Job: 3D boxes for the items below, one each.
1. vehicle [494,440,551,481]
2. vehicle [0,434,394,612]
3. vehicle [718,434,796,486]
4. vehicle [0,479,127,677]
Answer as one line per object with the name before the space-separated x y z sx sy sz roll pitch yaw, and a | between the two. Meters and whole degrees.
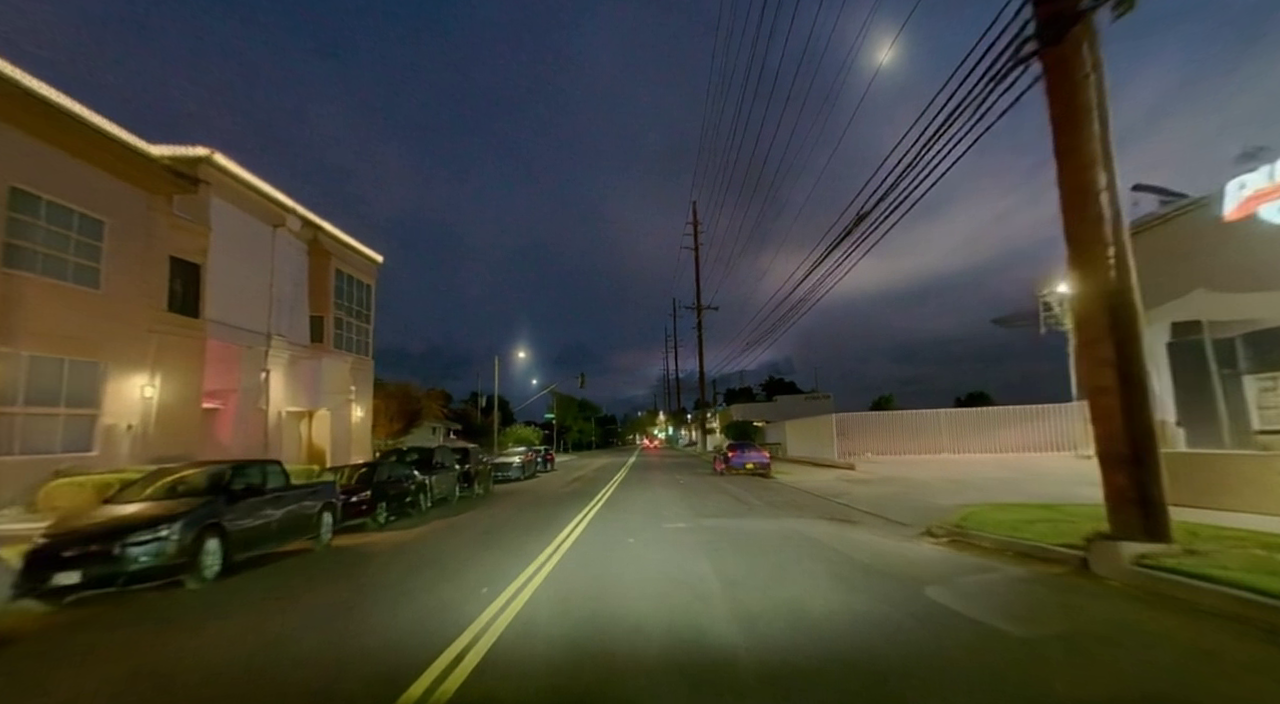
vehicle | -5.841 5.453 31.973 2.126 1.864 4.831 0 -8 -2
vehicle | -5.846 2.174 9.224 2.286 1.836 5.088 -1 -8 2
vehicle | 3.916 3.706 21.986 1.948 1.607 4.873 0 -8 2
vehicle | -5.986 1.623 3.751 1.982 1.453 4.577 0 -8 1
